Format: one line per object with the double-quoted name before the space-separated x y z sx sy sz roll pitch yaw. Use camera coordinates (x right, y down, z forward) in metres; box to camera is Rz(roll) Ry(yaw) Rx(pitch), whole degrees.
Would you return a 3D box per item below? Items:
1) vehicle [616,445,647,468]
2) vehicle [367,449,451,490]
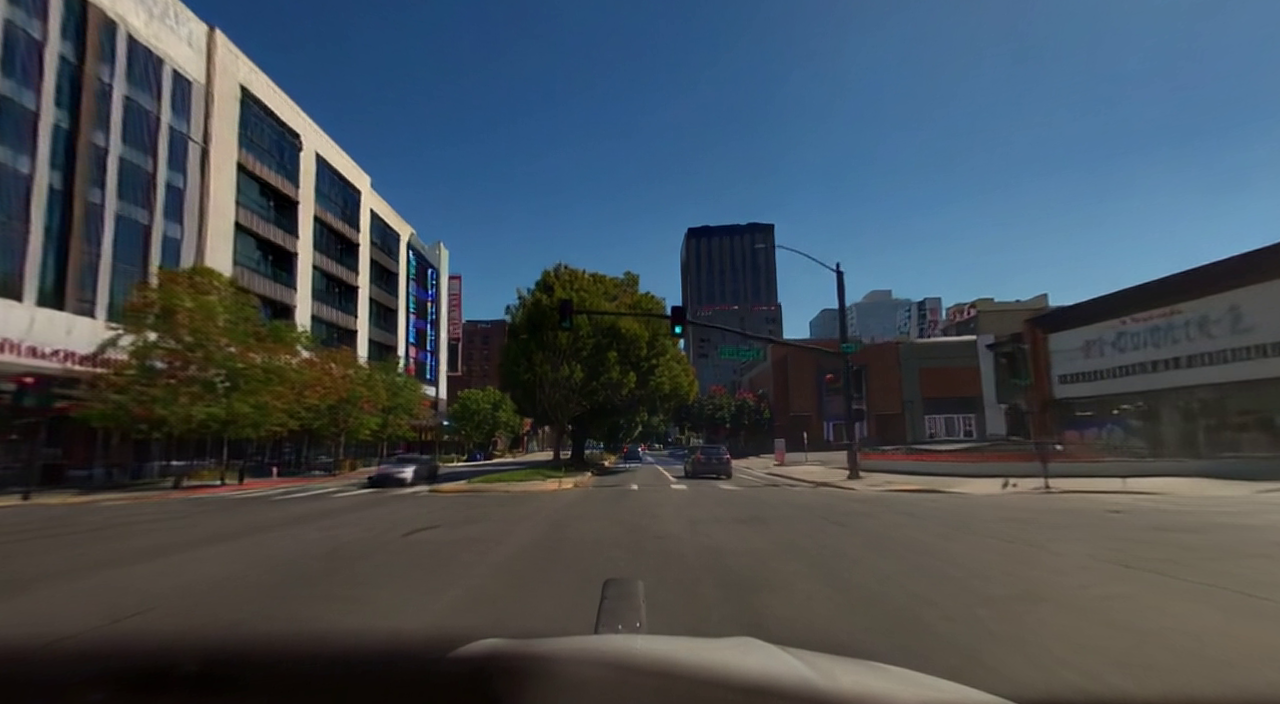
"vehicle" -0.651 7.200 43.796 2.045 1.510 3.690 0 -9 -2
"vehicle" -9.046 4.599 25.132 1.777 1.438 4.190 0 -9 0
